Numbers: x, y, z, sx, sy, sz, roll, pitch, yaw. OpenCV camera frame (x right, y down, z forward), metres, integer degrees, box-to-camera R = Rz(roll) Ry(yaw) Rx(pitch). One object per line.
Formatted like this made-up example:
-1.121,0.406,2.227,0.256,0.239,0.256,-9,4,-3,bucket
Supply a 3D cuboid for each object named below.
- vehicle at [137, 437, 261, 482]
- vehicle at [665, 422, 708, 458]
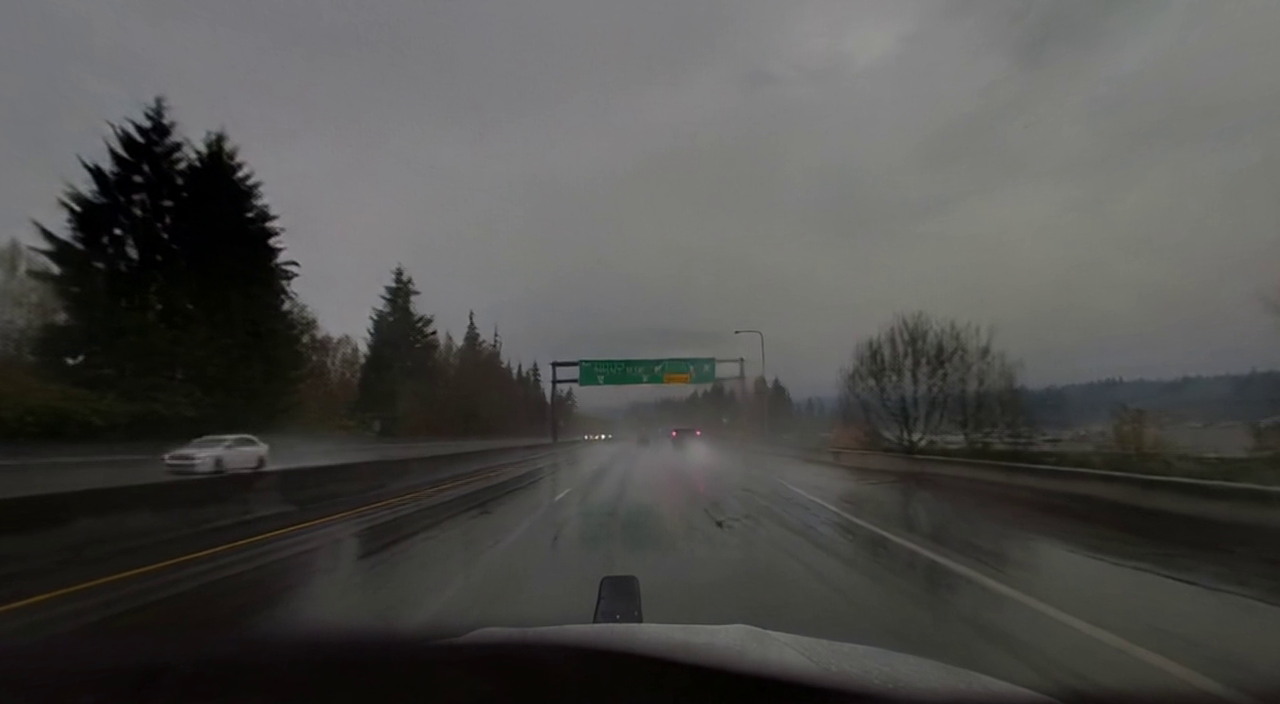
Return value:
-15.418,3.743,22.296,1.727,1.439,3.695,0,-8,-1,vehicle
3.100,5.991,42.931,2.450,2.314,4.753,0,-8,-1,vehicle
